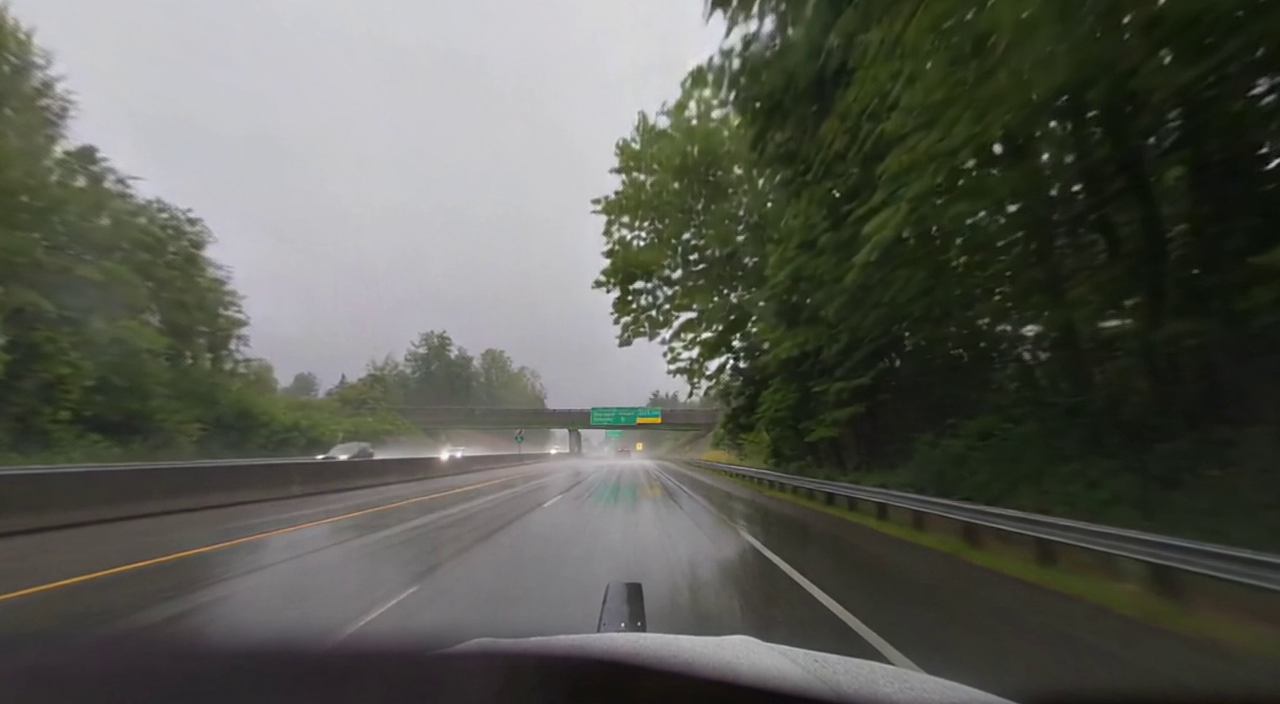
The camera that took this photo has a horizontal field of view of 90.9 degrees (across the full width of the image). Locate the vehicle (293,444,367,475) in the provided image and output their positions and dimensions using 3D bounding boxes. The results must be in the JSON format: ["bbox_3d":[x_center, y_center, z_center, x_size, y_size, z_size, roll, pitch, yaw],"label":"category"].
[{"bbox_3d":[-15.599,5.411,31.912,1.840,1.465,3.721,0,-9,-1],"label":"vehicle"}]
